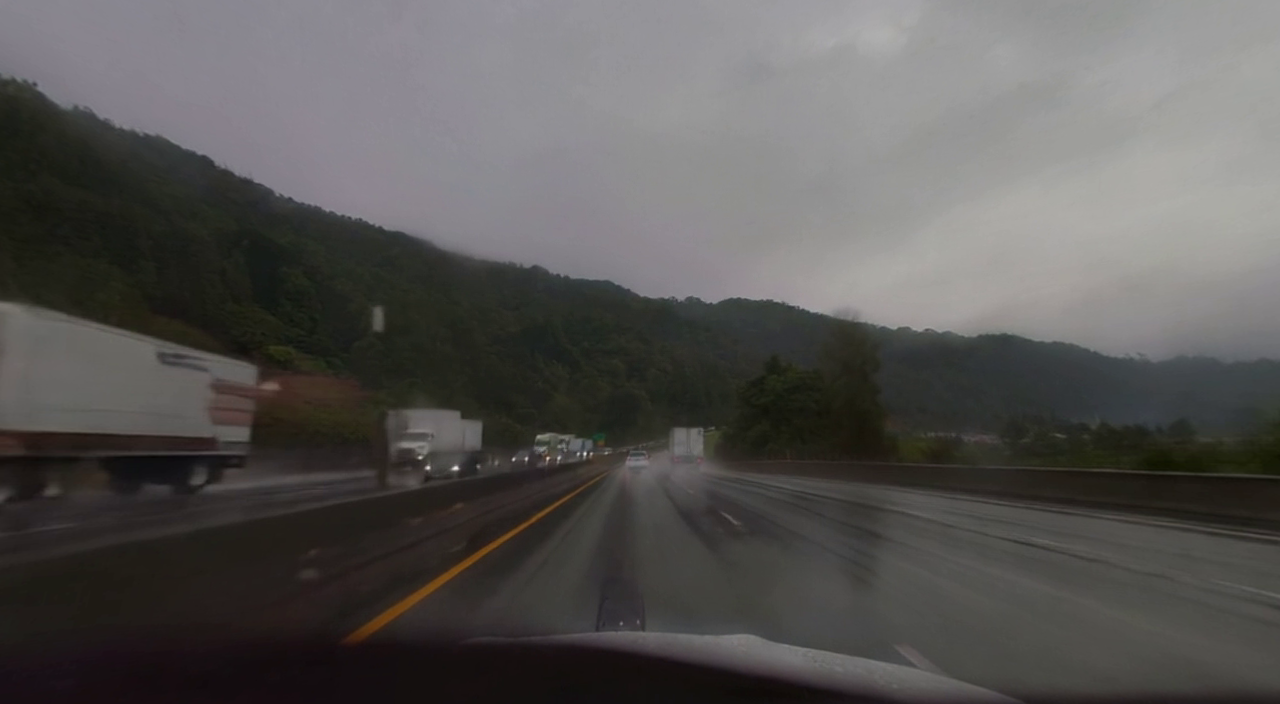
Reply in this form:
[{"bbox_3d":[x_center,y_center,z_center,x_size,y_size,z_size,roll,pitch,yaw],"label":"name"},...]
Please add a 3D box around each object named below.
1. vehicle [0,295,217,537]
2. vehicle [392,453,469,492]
[{"bbox_3d":[-12.367,0.839,9.044,2.839,4.089,14.047,0,-9,0],"label":"vehicle"},{"bbox_3d":[-8.633,4.982,26.369,1.844,1.467,3.930,1,-9,0],"label":"vehicle"}]
